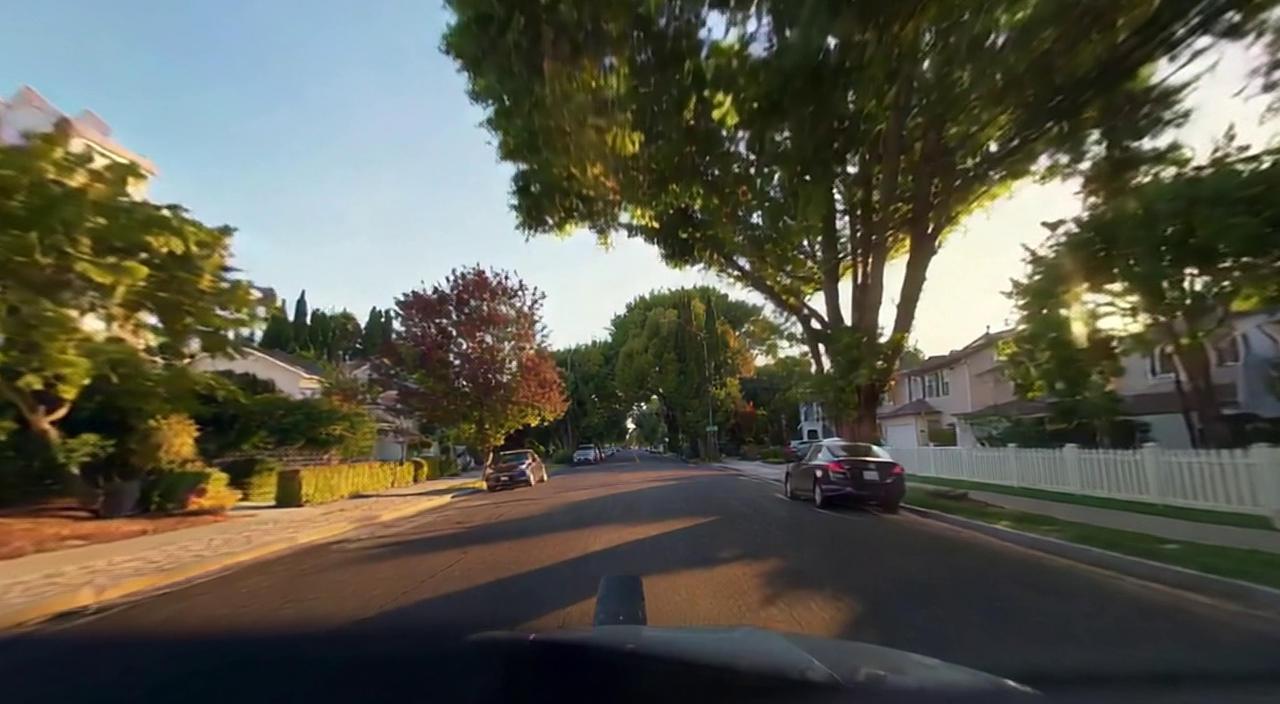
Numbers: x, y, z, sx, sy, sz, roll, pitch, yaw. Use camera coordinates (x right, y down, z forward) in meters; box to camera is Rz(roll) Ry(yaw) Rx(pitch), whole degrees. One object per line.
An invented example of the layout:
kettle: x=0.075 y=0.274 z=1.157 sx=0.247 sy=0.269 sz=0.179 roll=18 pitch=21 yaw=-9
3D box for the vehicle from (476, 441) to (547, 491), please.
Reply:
vehicle: x=-5.249 y=4.671 z=26.338 sx=1.970 sy=1.666 sz=4.223 roll=-4 pitch=-7 yaw=0

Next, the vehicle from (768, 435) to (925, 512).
vehicle: x=4.686 y=2.819 z=15.157 sx=2.170 sy=1.549 sz=4.178 roll=0 pitch=-9 yaw=-3
